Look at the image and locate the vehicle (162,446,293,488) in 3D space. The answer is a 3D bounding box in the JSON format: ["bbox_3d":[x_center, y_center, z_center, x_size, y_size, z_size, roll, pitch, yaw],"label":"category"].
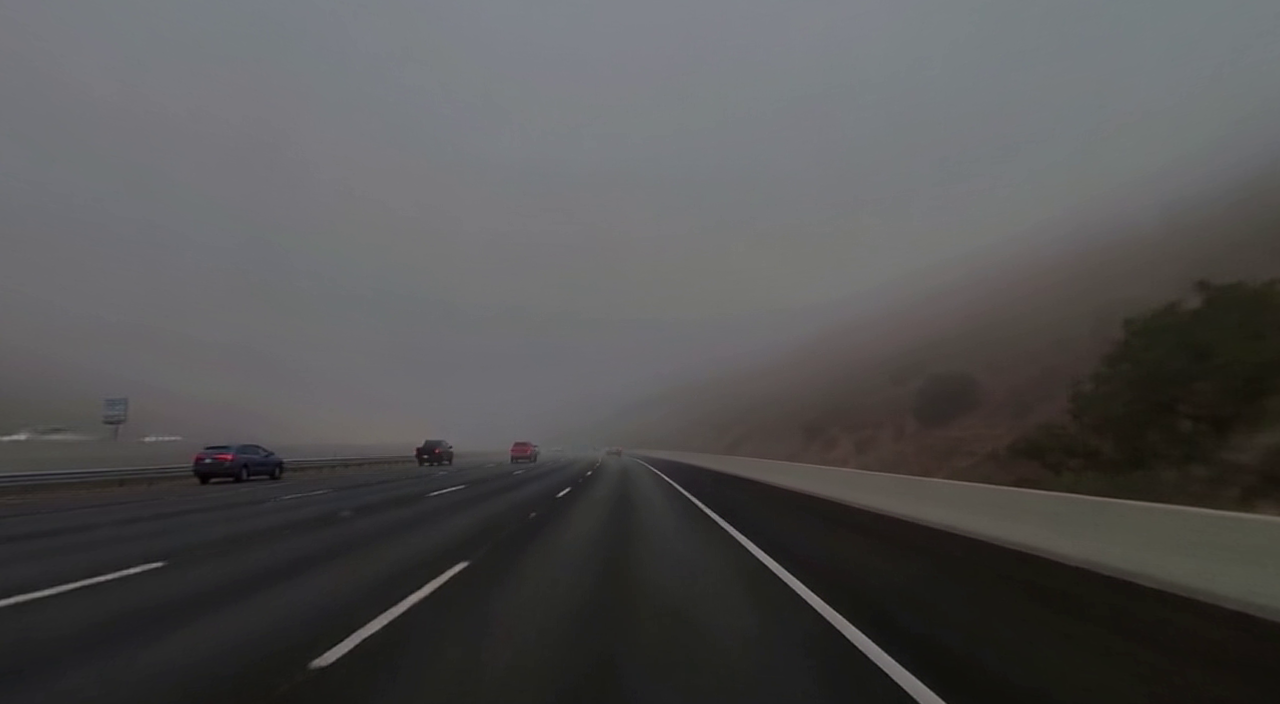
[{"bbox_3d":[-15.491,4.313,24.078,1.955,1.429,4.575,0,-9,-1],"label":"vehicle"}]

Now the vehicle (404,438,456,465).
[{"bbox_3d":[-16.041,7.651,48.567,2.240,1.953,5.452,0,-9,-2],"label":"vehicle"}]

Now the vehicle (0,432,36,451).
[{"bbox_3d":[-49.754,6.964,49.190,1.679,1.441,3.814,0,-9,-2],"label":"vehicle"}]
